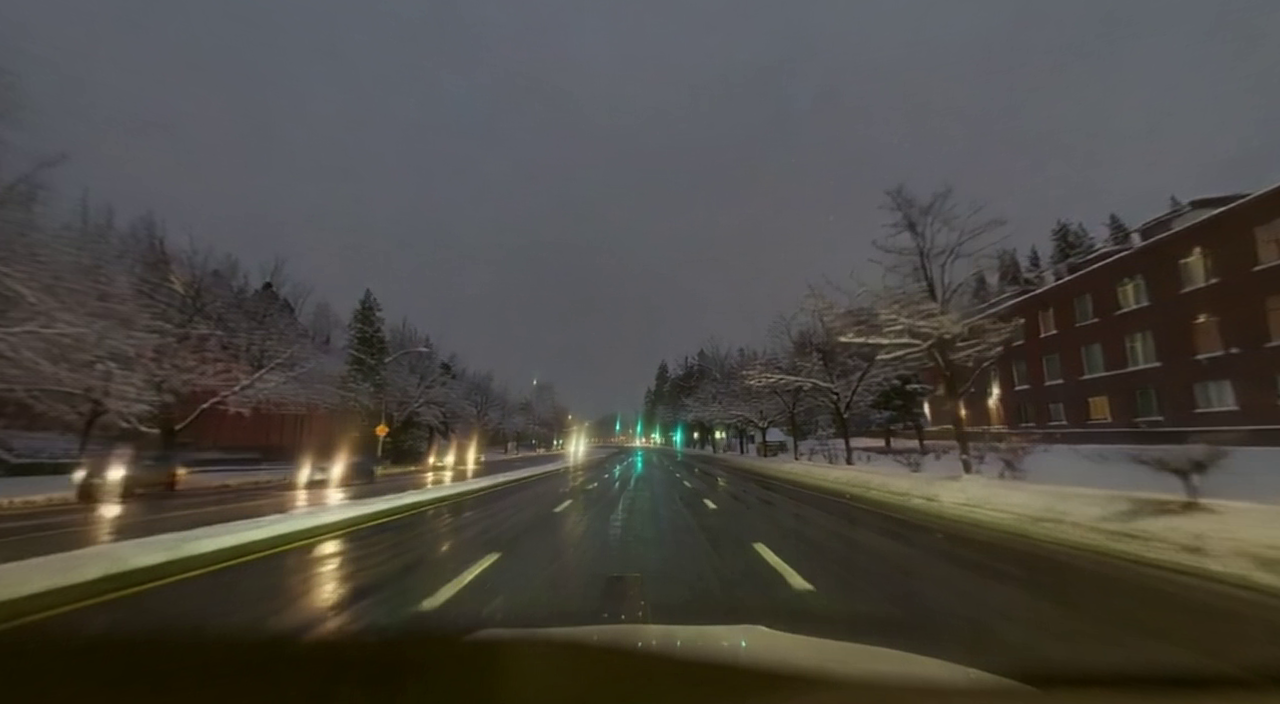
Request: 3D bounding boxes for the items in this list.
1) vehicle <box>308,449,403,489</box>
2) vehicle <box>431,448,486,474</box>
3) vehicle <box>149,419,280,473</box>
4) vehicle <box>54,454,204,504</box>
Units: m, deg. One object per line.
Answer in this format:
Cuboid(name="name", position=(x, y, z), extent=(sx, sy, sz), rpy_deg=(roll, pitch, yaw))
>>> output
Cuboid(name="vehicle", position=(-11.557, 4.738, 25.881), extent=(1.712, 1.459, 4.614), rpy_deg=(0, -9, 1))
Cuboid(name="vehicle", position=(-11.255, 6.748, 39.174), extent=(2.058, 1.453, 4.580), rpy_deg=(0, -9, 0))
Cuboid(name="vehicle", position=(-30.574, 6.836, 45.760), extent=(2.818, 3.500, 8.930), rpy_deg=(0, -9, 3))
Cuboid(name="vehicle", position=(-18.083, 4.474, 22.532), extent=(1.816, 1.527, 4.226), rpy_deg=(0, -9, 0))
